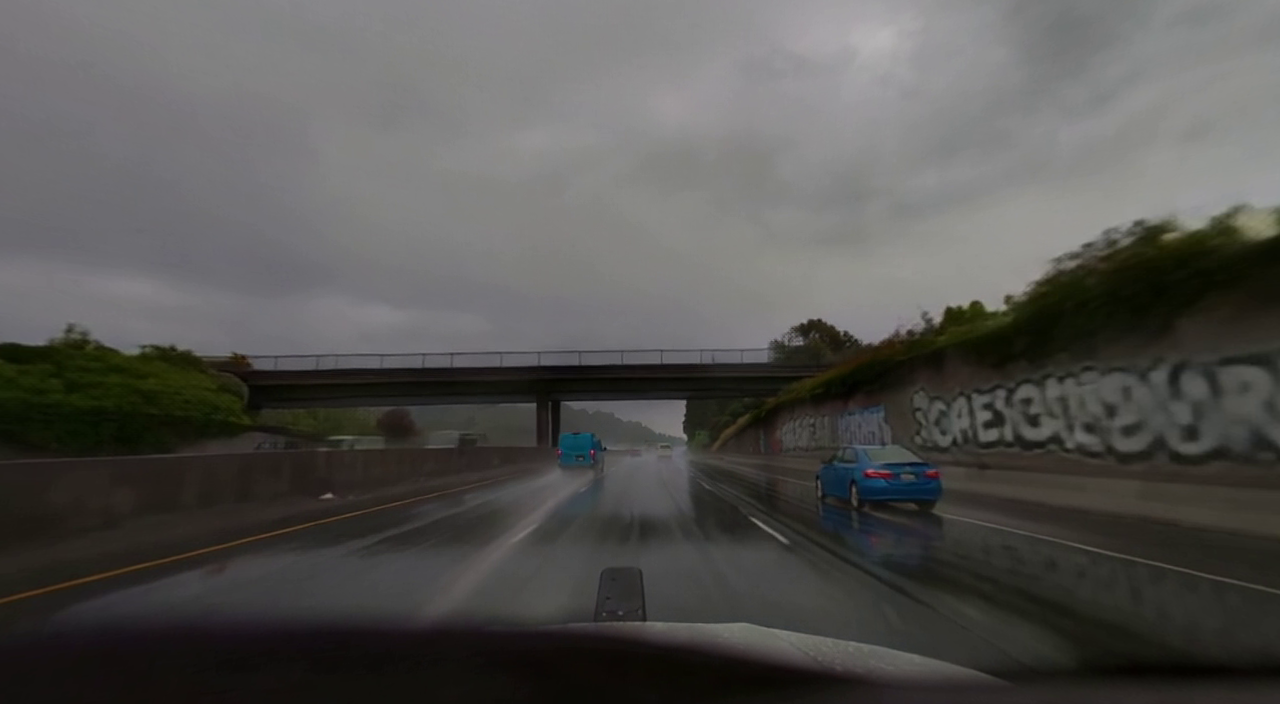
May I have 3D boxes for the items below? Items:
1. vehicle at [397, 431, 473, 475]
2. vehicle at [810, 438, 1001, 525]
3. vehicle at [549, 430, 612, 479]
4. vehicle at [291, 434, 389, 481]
[{"bbox_3d":[-11.711,5.842,36.611,2.321,2.316,5.836,0,-8,1],"label":"vehicle"},{"bbox_3d":[5.238,2.592,13.284,1.972,1.492,4.623,0,-8,0],"label":"vehicle"},{"bbox_3d":[-2.566,4.643,28.814,2.310,2.030,5.094,0,-8,1],"label":"vehicle"},{"bbox_3d":[-16.173,5.722,34.484,2.368,2.331,5.666,0,-8,2],"label":"vehicle"}]
